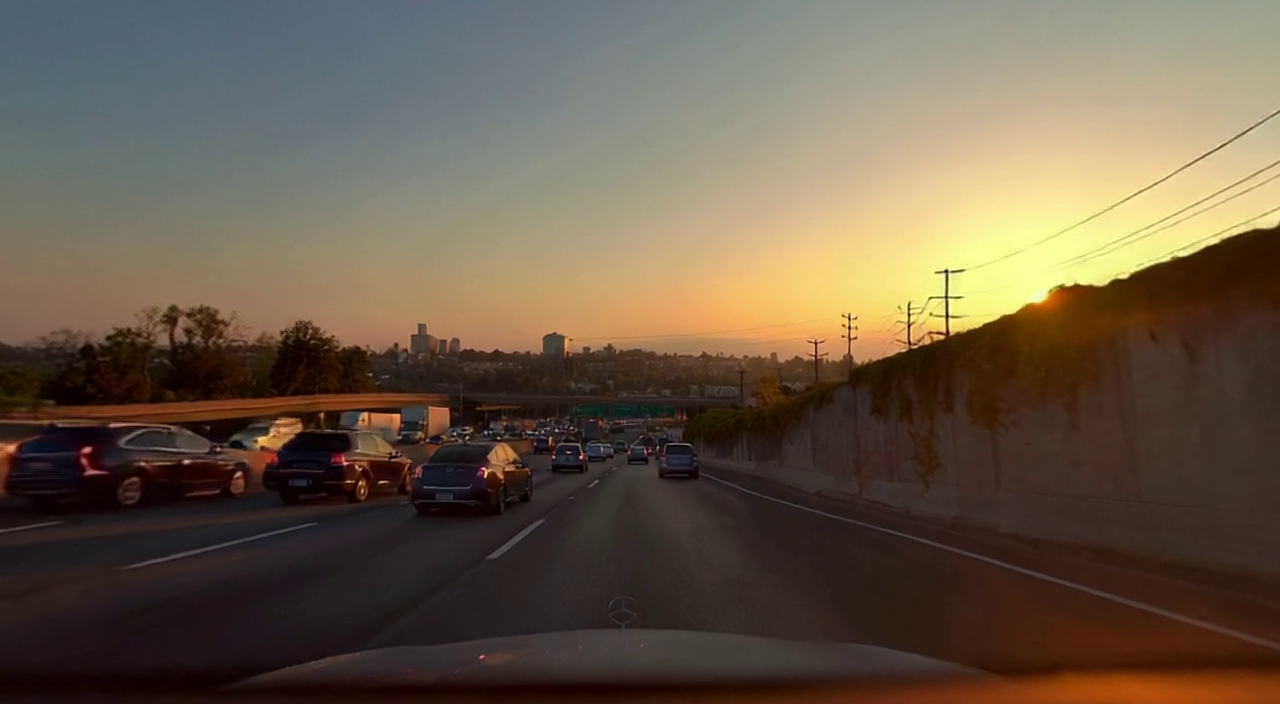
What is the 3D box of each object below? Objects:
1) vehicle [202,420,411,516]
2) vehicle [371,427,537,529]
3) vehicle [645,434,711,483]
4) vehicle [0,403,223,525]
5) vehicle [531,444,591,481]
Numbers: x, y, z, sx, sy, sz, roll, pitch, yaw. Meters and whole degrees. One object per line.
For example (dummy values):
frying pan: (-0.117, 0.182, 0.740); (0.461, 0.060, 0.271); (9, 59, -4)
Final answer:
vehicle: (-7.271, 2.582, 14.516); (2.222, 1.825, 4.640); (0, -8, 0)
vehicle: (-3.561, 2.497, 13.112); (2.026, 1.719, 4.490); (0, -8, 1)
vehicle: (1.730, 5.194, 31.110); (2.793, 2.132, 5.682); (0, -8, -1)
vehicle: (-10.736, 2.065, 12.014); (2.089, 1.847, 4.981); (0, -8, 1)
vehicle: (-3.487, 4.964, 28.680); (2.049, 1.530, 4.707); (0, -8, 1)
